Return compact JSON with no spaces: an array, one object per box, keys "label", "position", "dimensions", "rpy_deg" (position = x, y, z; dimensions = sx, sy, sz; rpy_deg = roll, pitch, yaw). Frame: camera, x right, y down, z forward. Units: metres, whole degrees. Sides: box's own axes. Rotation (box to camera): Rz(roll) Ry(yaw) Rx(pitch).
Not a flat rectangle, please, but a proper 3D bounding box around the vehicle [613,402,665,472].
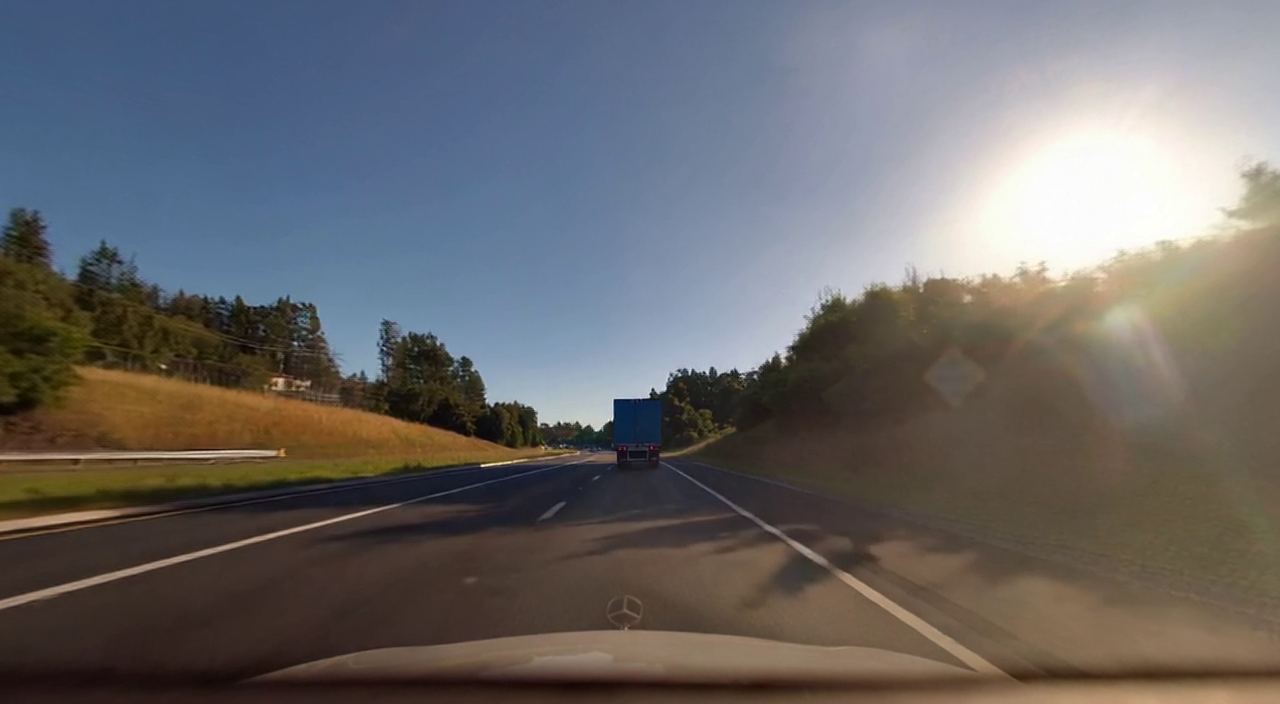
[{"label":"vehicle","position":[-0.107,5.707,41.594],"dimensions":[2.982,3.947,11.075],"rpy_deg":[0,-9,-1]}]
